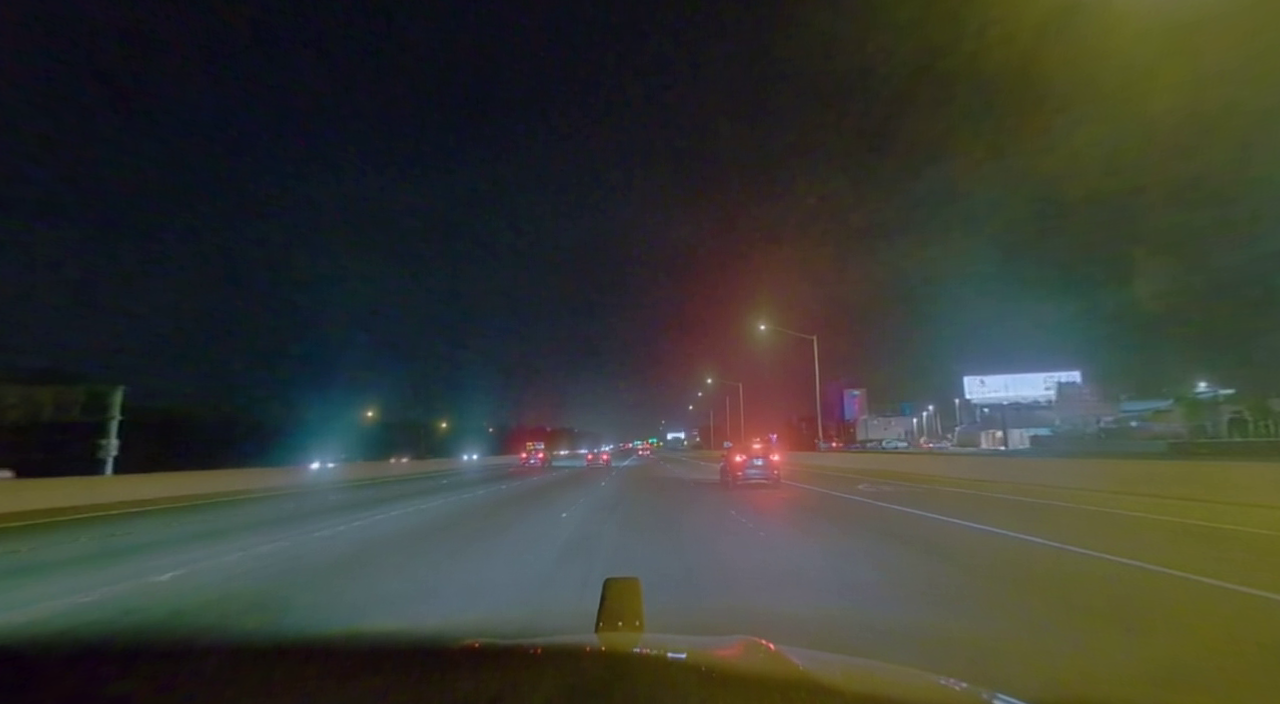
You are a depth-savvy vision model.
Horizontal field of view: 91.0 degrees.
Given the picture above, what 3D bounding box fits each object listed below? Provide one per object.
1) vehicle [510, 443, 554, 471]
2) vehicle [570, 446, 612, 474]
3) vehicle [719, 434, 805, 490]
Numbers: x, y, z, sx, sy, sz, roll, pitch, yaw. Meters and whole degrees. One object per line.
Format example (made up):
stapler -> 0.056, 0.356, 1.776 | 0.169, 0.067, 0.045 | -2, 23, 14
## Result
vehicle -> -7.356, 7.204, 43.405 | 2.112, 1.813, 4.716 | 0, -9, 1
vehicle -> -2.832, 6.388, 37.550 | 2.139, 1.510, 4.506 | 0, -9, 0
vehicle -> 4.205, 3.877, 22.557 | 2.109, 1.764, 4.704 | 0, -9, 0
